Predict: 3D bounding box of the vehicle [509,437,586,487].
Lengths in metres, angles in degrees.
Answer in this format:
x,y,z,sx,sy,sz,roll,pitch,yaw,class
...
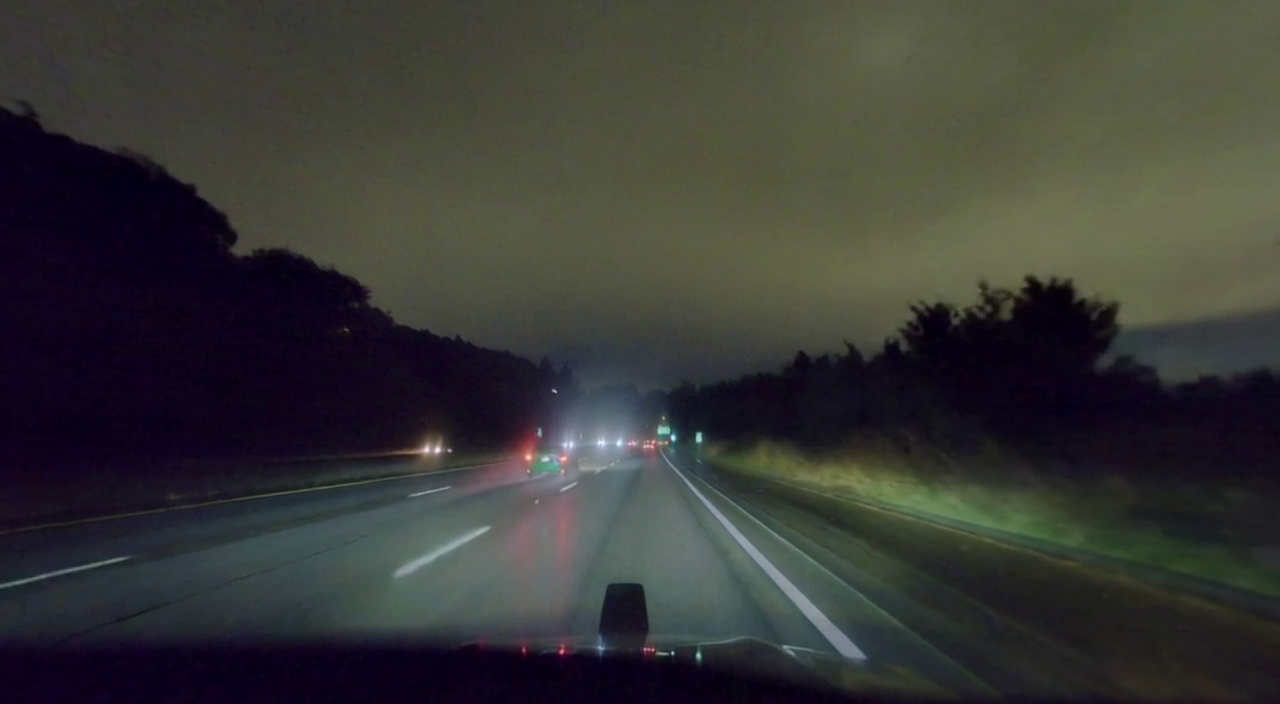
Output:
x,y,z,sx,sy,sz,roll,pitch,yaw,class
-3.137,3.828,22.232,2.015,1.561,4.469,0,-8,0,vehicle
